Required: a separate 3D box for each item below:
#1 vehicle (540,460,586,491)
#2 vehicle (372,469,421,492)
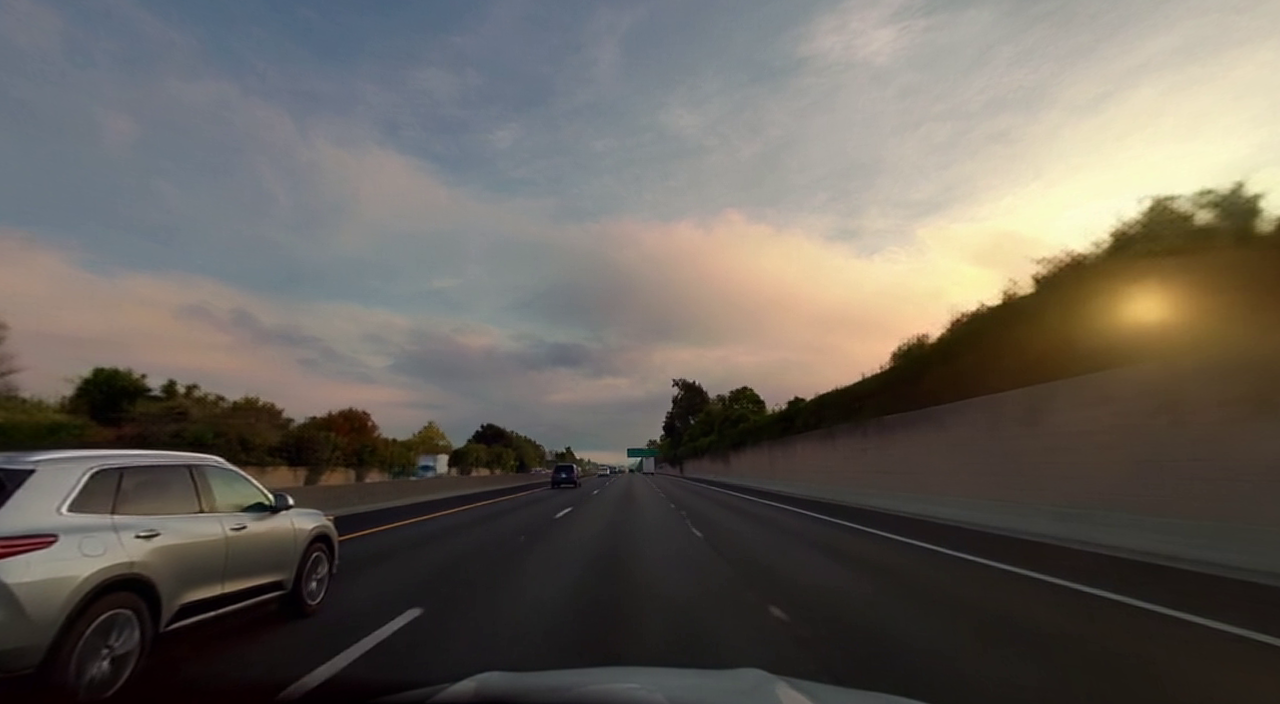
[{"bbox_3d":[-4.632,7.541,38.683,2.178,1.736,4.847,1,-10,0],"label":"vehicle"},{"bbox_3d":[-16.727,8.827,43.543,1.734,1.473,4.015,1,-10,0],"label":"vehicle"}]
